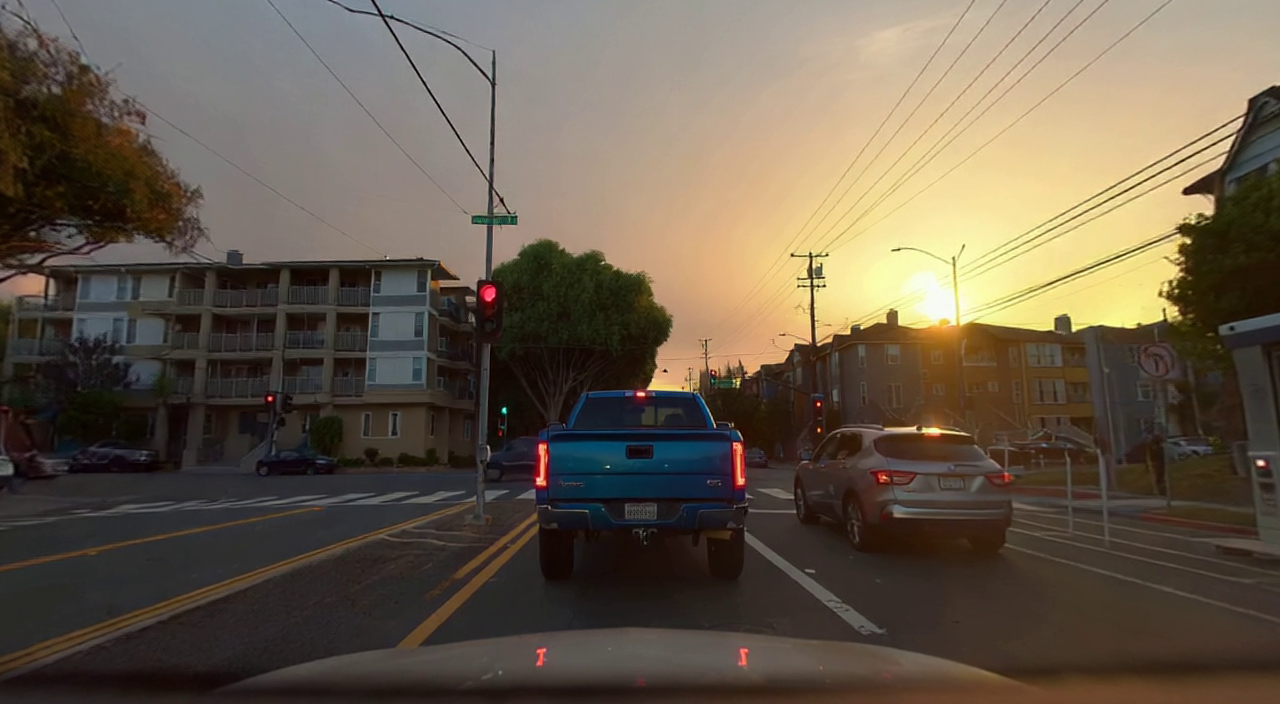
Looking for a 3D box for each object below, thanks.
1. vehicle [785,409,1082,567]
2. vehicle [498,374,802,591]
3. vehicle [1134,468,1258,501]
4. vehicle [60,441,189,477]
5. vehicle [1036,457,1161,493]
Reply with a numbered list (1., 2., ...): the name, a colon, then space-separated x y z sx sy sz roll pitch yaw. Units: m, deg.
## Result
1. vehicle: 3.843 1.873 9.500 2.131 1.759 4.762 0 -8 -1
2. vehicle: 0.118 1.555 8.317 2.738 1.959 5.070 0 -8 1
3. vehicle: 26.377 6.287 30.003 4.071 1.388 1.884 0 -8 1
4. vehicle: -24.841 5.155 30.480 4.563 1.692 1.778 0 -8 -1
5. vehicle: 21.836 5.860 30.162 4.498 1.618 1.843 0 -8 0
